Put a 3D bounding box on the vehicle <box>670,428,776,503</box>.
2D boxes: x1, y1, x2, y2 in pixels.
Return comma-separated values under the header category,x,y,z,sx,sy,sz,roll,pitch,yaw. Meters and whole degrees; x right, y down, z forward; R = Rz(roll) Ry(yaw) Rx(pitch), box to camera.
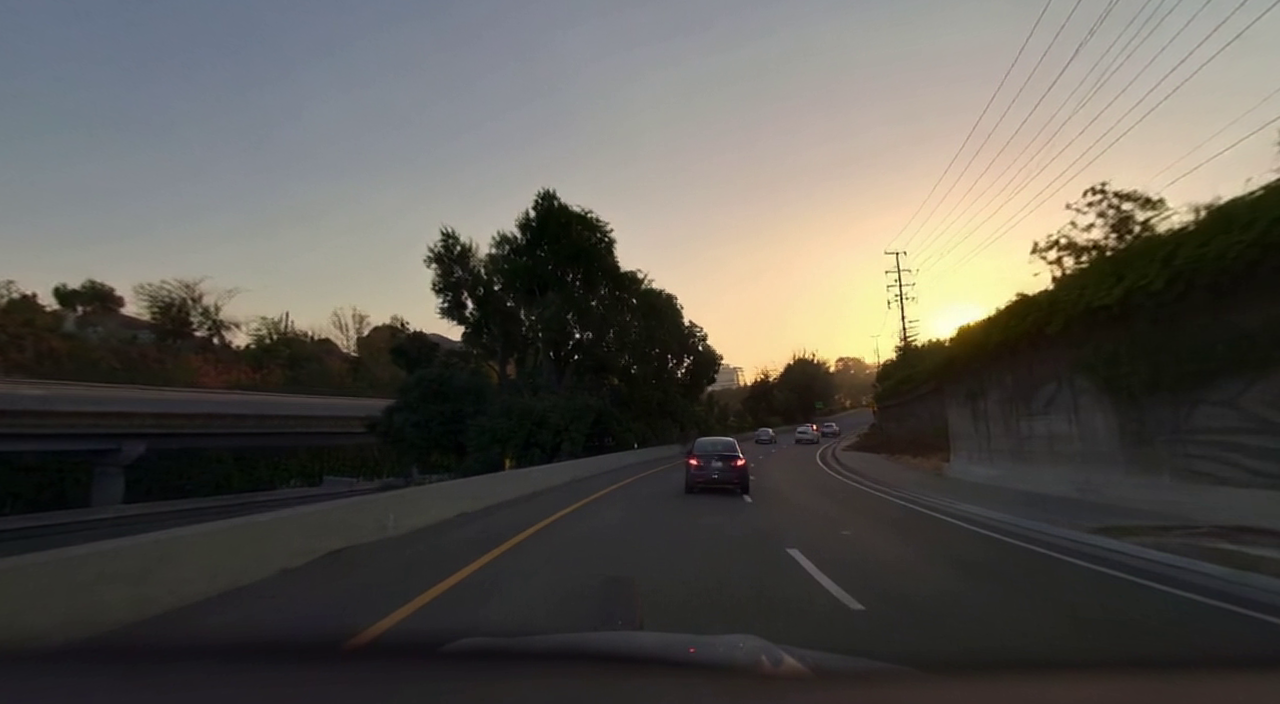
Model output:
category,x,y,z,sx,sy,sz,roll,pitch,yaw
vehicle,1.885,2.596,14.817,2.091,1.482,4.321,-1,-8,6
